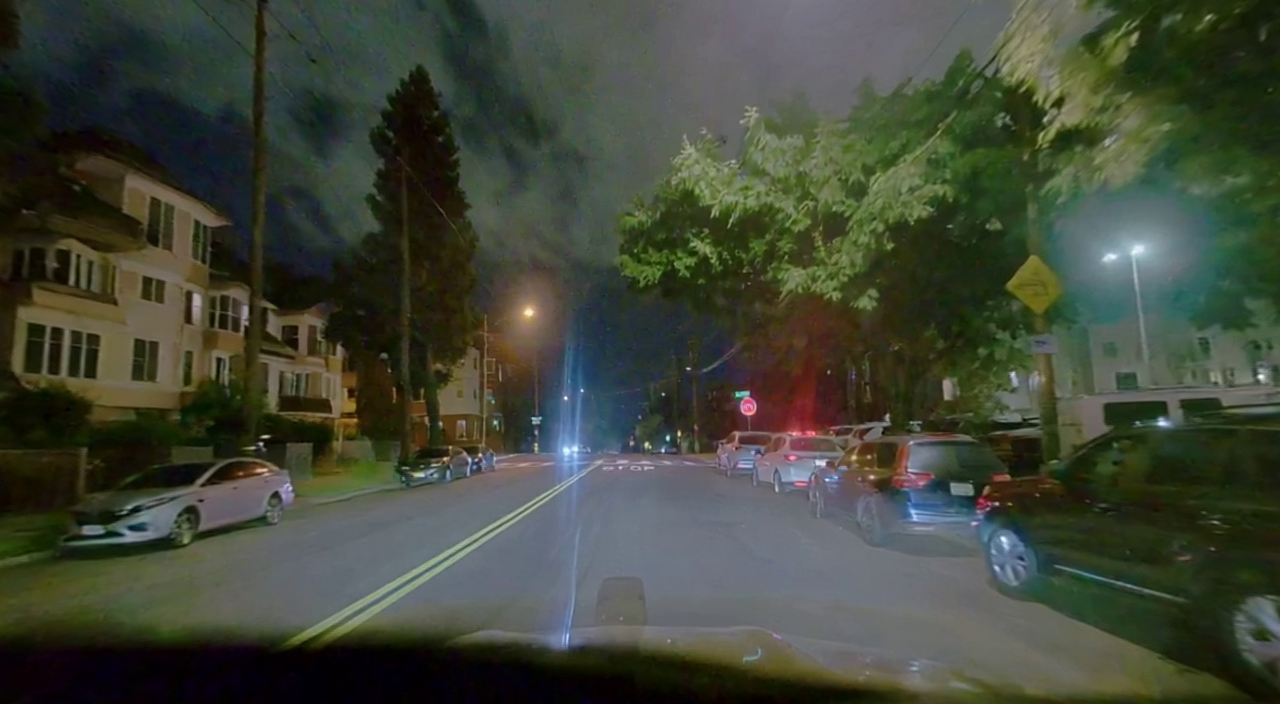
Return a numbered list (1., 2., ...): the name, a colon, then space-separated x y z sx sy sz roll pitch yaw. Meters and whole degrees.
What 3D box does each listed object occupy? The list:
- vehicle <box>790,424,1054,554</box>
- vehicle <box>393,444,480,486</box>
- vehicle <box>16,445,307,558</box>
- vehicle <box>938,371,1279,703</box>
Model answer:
1. vehicle: 4.034 2.026 10.117 2.133 1.586 4.498 0 -8 0
2. vehicle: -7.918 4.418 25.105 1.904 1.488 4.600 0 -8 0
3. vehicle: -7.876 2.432 11.021 1.962 1.568 3.939 0 -8 0
4. vehicle: 4.127 1.160 4.502 1.918 1.713 4.275 0 -8 0
